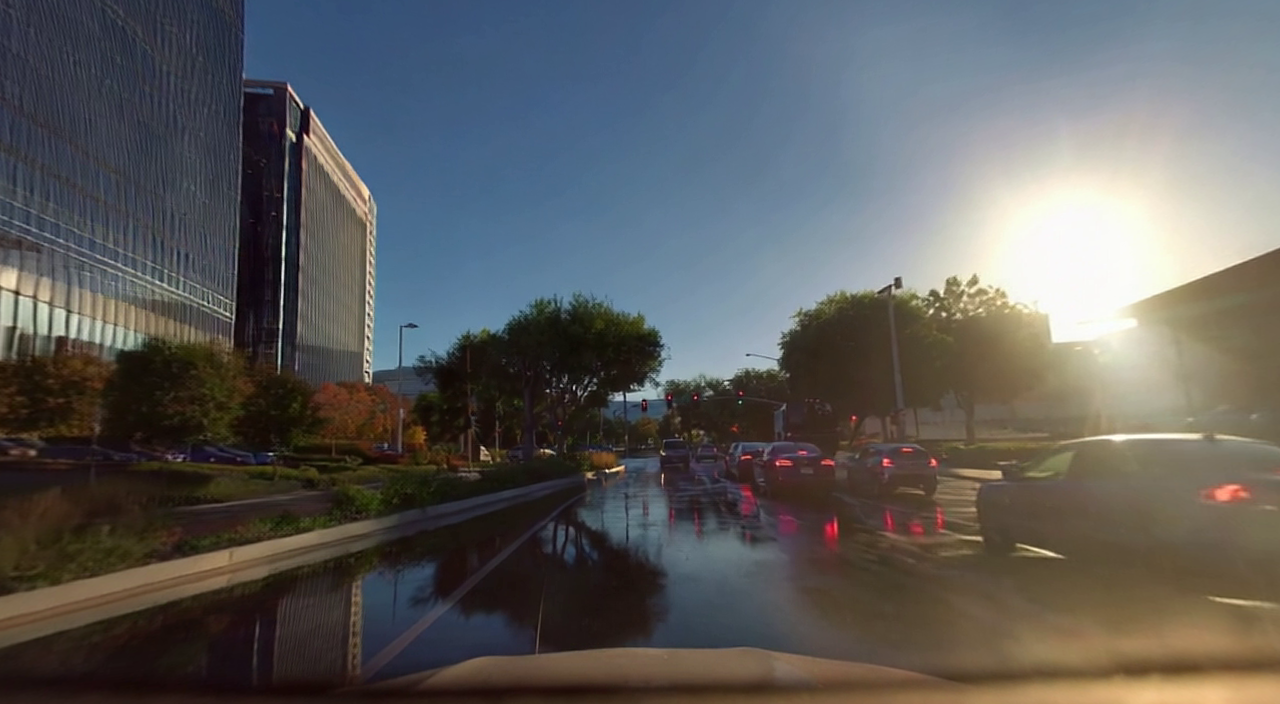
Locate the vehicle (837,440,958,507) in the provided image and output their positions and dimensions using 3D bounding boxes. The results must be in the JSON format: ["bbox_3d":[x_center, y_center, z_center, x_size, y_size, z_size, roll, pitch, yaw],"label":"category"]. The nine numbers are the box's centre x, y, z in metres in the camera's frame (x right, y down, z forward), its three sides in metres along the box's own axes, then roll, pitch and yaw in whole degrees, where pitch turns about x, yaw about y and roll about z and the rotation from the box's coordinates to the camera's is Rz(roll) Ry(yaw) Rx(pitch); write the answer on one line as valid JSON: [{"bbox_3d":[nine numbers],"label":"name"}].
[{"bbox_3d":[6.957,3.285,17.509,1.983,1.628,3.885,-1,-9,5],"label":"vehicle"}]

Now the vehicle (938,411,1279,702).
[{"bbox_3d":[4.784,1.495,5.908,2.089,1.609,4.922,-1,-9,7],"label":"vehicle"}]

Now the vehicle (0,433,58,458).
[{"bbox_3d":[-44.862,6.675,44.845,4.600,1.700,1.957,1,-9,-4],"label":"vehicle"}]

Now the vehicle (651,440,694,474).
[{"bbox_3d":[1.848,5.687,34.283,2.121,1.728,4.161,-1,-9,6],"label":"vehicle"}]

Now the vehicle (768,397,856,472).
[{"bbox_3d":[9.678,5.003,37.260,3.128,3.616,13.736,-1,-9,8],"label":"vehicle"}]

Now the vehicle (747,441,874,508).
[{"bbox_3d":[4.354,3.197,16.863,2.183,1.553,3.923,0,-9,-2],"label":"vehicle"}]
